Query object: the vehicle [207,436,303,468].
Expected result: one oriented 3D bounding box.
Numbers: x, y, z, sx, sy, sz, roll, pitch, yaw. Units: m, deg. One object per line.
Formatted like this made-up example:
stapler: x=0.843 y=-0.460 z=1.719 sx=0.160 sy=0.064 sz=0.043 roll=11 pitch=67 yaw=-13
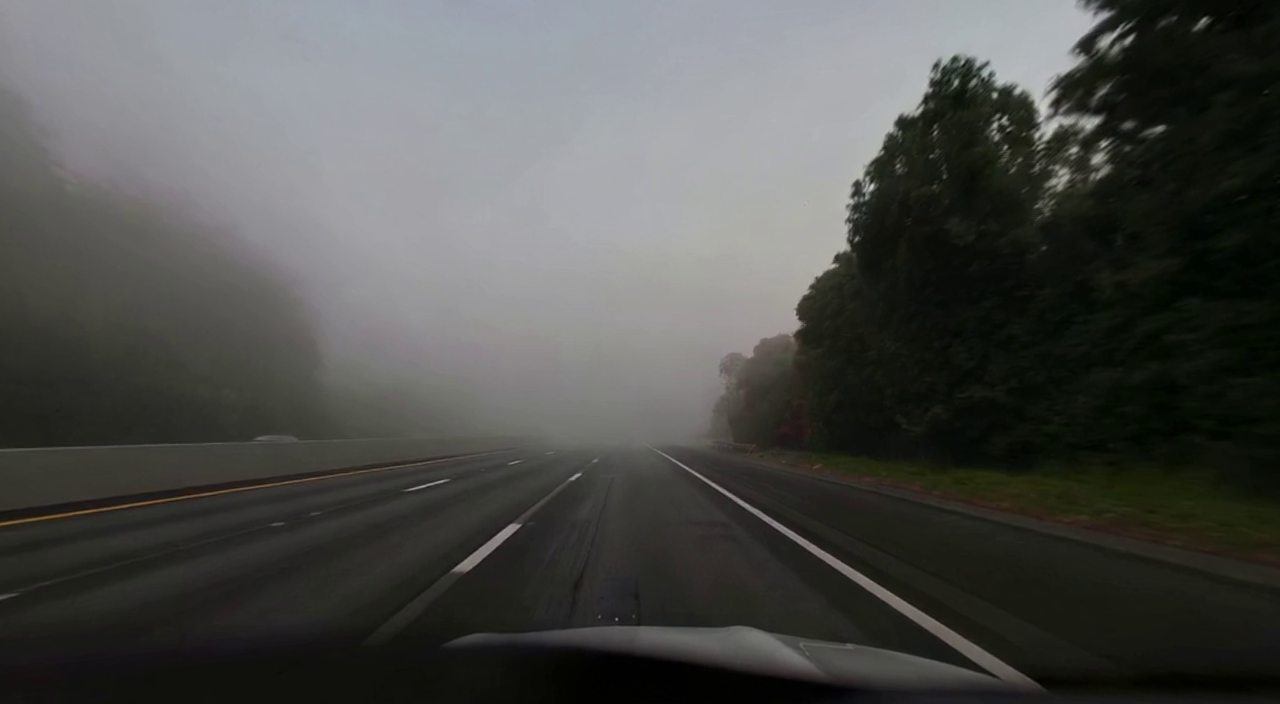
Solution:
vehicle: x=-19.169 y=4.957 z=31.647 sx=2.056 sy=1.492 sz=4.392 roll=0 pitch=-8 yaw=-1
